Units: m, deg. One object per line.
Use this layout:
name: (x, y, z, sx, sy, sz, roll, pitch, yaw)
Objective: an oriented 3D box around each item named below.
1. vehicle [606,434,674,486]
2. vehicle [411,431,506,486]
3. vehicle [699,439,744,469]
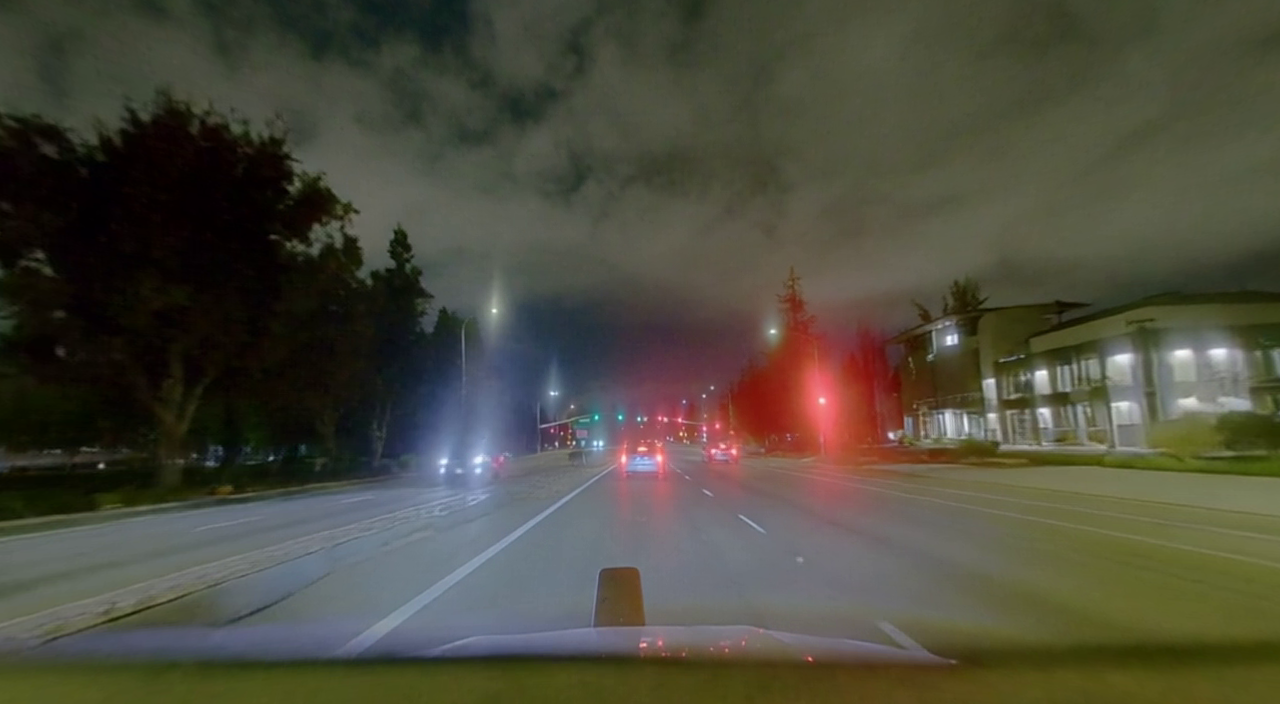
vehicle: (0.021, 3.759, 22.301, 2.181, 1.639, 4.127, 0, -9, 0)
vehicle: (-6.575, 3.926, 23.488, 2.174, 1.802, 4.591, 0, -9, 0)
vehicle: (4.731, 5.976, 37.198, 1.987, 1.613, 4.081, 0, -9, -1)
